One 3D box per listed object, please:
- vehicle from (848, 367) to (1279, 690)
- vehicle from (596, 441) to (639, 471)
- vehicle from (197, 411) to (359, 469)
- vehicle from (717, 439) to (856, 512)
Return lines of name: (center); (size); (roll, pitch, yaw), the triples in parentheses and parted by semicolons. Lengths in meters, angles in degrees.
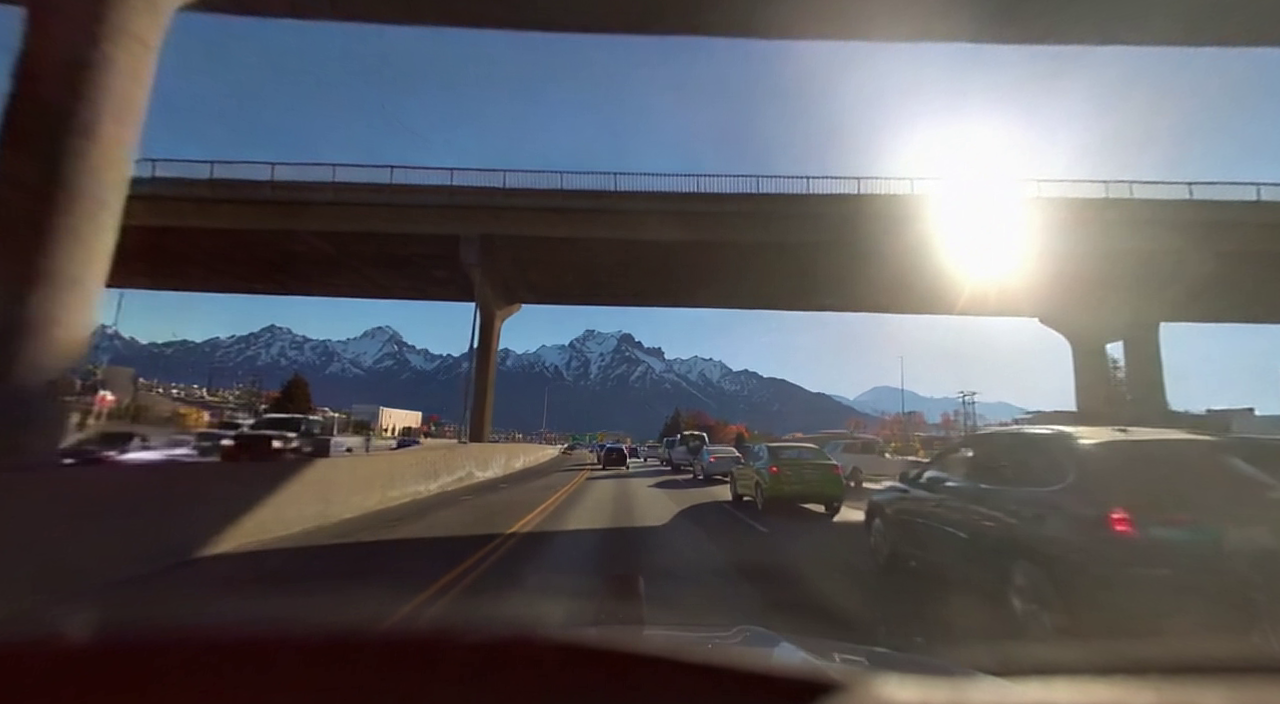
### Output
vehicle: (4.040, 1.322, 6.027); (2.276, 1.739, 5.040); (0, -8, -2)
vehicle: (-1.229, 5.739, 35.094); (2.266, 1.549, 3.978); (0, -8, -2)
vehicle: (-12.143, 3.068, 21.874); (2.244, 1.735, 5.873); (0, -8, -1)
vehicle: (3.258, 2.848, 15.176); (2.074, 1.455, 4.646); (0, -8, -2)
